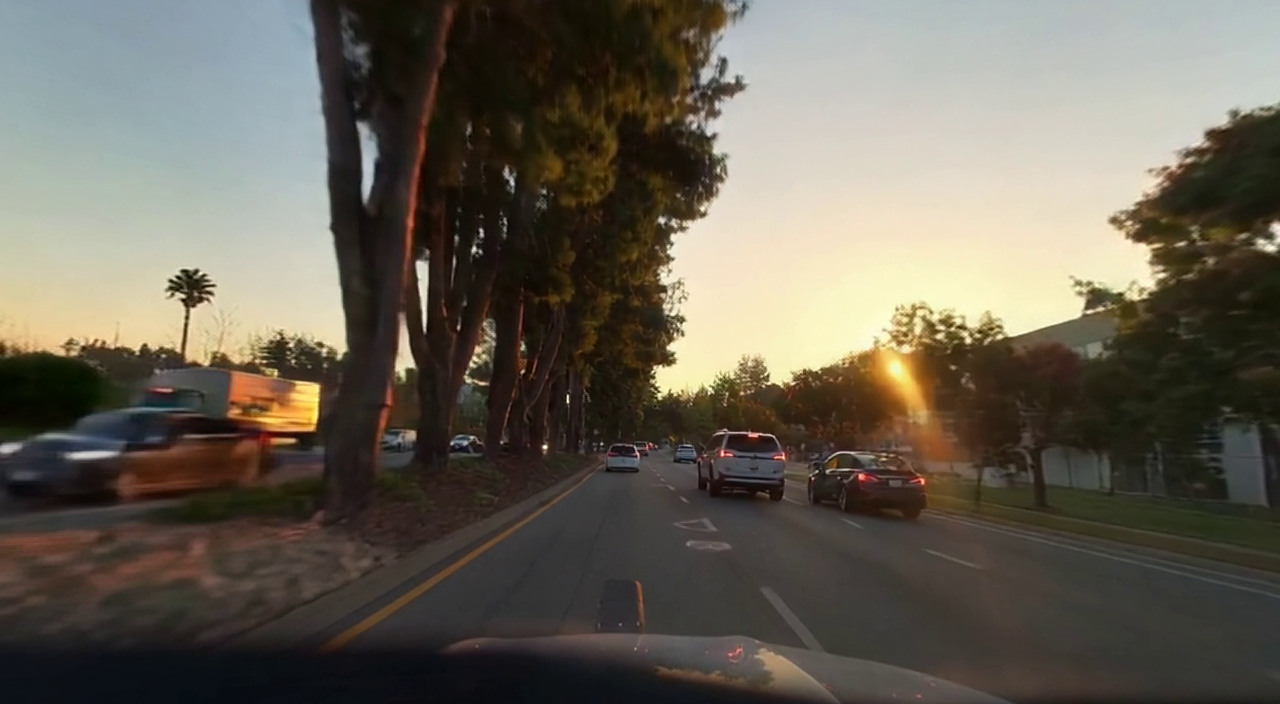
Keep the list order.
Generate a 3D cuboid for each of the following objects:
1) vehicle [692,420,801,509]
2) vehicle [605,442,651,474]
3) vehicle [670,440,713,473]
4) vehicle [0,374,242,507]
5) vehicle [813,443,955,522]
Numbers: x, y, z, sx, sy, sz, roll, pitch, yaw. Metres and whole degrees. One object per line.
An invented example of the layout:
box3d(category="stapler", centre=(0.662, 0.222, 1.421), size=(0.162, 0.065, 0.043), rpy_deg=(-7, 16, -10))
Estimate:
box3d(category="vehicle", centre=(2.717, 2.981, 17.108), size=(2.035, 1.940, 4.299), rpy_deg=(4, -9, -1))
box3d(category="vehicle", centre=(-0.591, 5.200, 31.169), size=(2.119, 1.460, 3.847), rpy_deg=(0, -9, -1))
box3d(category="vehicle", centre=(2.755, 5.745, 34.963), size=(1.922, 1.708, 4.126), rpy_deg=(0, -9, -2))
box3d(category="vehicle", centre=(-9.424, 1.558, 11.007), size=(1.895, 1.816, 4.636), rpy_deg=(0, -9, 0))
box3d(category="vehicle", centre=(6.199, 3.326, 16.688), size=(1.913, 1.777, 4.269), rpy_deg=(0, -9, -2))
